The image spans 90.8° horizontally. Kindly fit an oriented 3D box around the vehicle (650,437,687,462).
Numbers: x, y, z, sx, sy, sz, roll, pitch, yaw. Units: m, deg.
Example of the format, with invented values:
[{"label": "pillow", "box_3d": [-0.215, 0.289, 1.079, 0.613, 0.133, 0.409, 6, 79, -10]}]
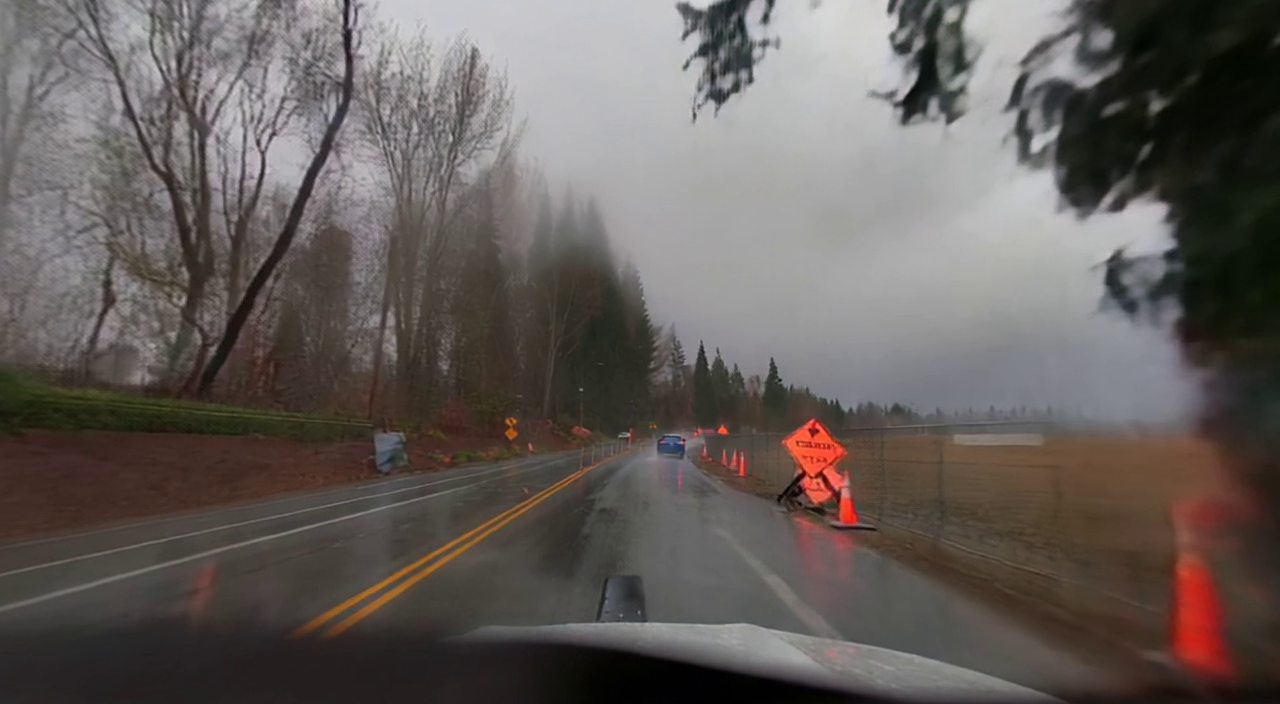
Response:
[{"label": "vehicle", "box_3d": [1.818, 6.134, 39.908, 2.172, 1.486, 3.581, 0, -9, 3]}]
